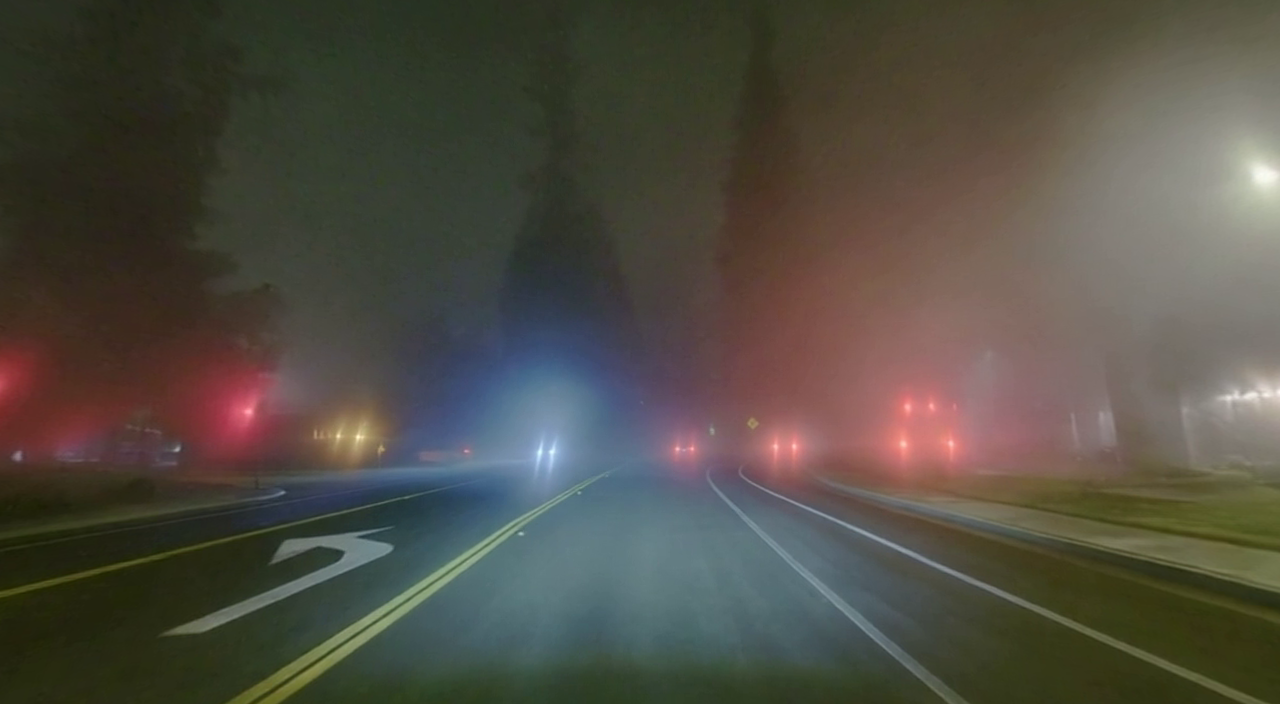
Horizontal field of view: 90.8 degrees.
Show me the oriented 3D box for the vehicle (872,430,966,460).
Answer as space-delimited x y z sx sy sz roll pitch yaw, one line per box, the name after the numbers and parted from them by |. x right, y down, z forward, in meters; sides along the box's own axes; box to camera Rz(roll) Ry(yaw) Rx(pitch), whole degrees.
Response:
18.224 6.112 41.429 5.035 1.772 2.115 -1 -10 -1 | vehicle

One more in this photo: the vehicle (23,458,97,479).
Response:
-43.037 8.631 46.878 3.981 1.446 1.765 -1 -9 7 | vehicle

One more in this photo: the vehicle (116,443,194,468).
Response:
-34.899 7.435 45.494 4.230 1.733 1.877 -1 -8 7 | vehicle
